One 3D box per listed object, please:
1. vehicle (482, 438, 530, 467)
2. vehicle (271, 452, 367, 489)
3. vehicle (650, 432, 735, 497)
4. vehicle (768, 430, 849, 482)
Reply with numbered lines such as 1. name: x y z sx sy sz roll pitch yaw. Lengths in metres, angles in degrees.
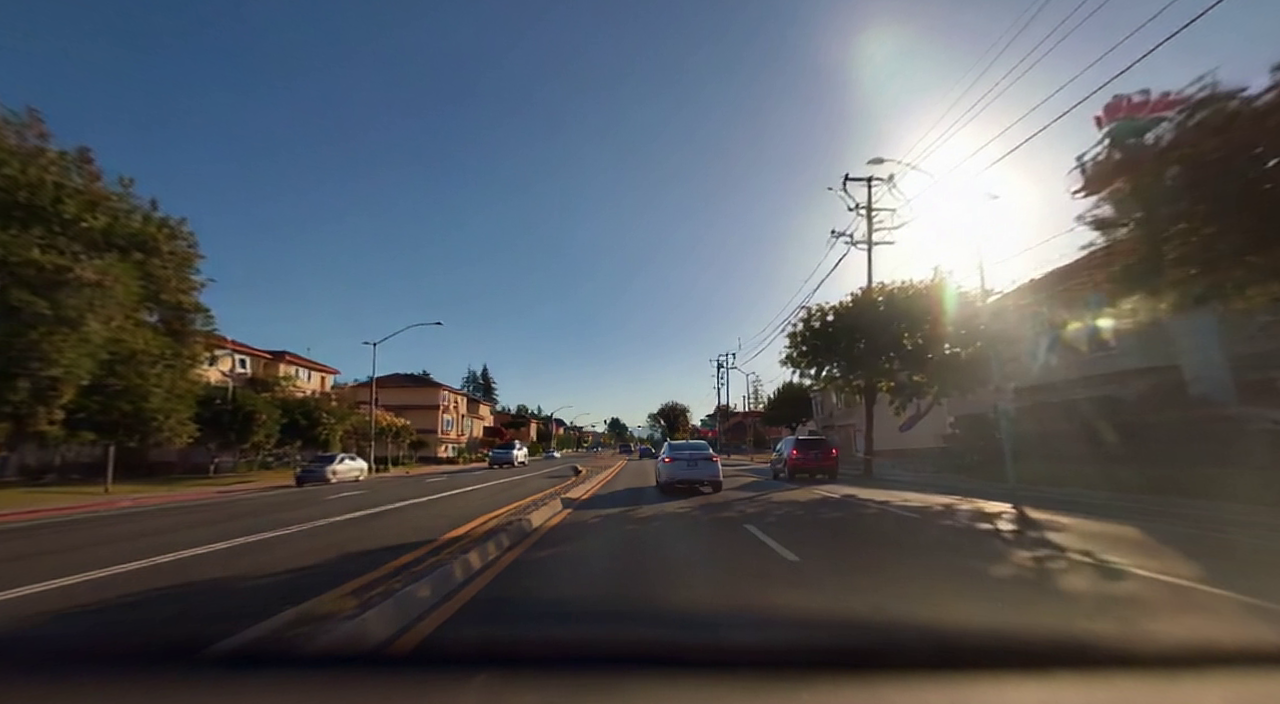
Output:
1. vehicle: -10.413 7.907 49.559 2.423 2.132 5.881 -1 -9 0
2. vehicle: -14.693 5.434 29.200 1.980 1.513 4.583 -1 -9 1
3. vehicle: 1.455 3.355 19.124 2.138 1.702 4.168 0 -9 -1
4. vehicle: 6.670 4.189 25.451 2.061 1.889 4.268 0 -9 0
